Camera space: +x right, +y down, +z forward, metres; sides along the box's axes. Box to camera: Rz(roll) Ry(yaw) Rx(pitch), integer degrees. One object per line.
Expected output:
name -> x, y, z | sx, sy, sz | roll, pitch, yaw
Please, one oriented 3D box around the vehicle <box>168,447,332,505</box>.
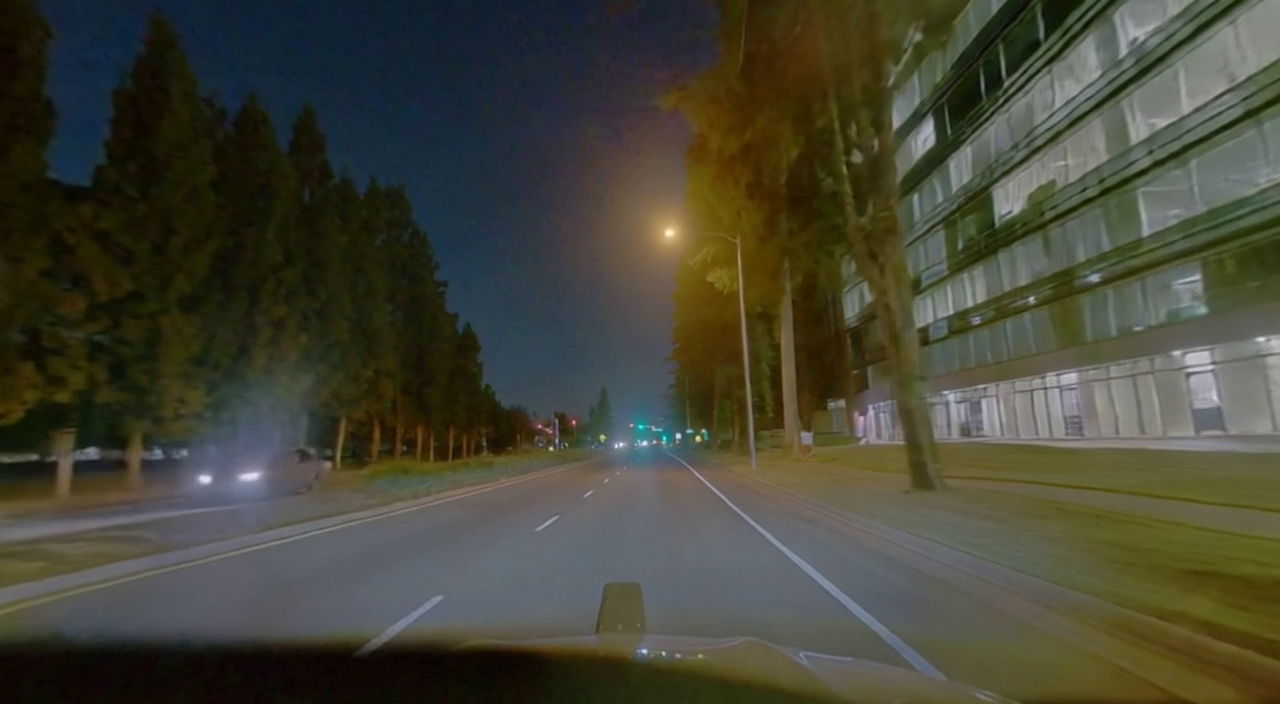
vehicle -> -11.096, 3.521, 18.308 | 1.881, 1.445, 4.280 | 0, -8, 2
